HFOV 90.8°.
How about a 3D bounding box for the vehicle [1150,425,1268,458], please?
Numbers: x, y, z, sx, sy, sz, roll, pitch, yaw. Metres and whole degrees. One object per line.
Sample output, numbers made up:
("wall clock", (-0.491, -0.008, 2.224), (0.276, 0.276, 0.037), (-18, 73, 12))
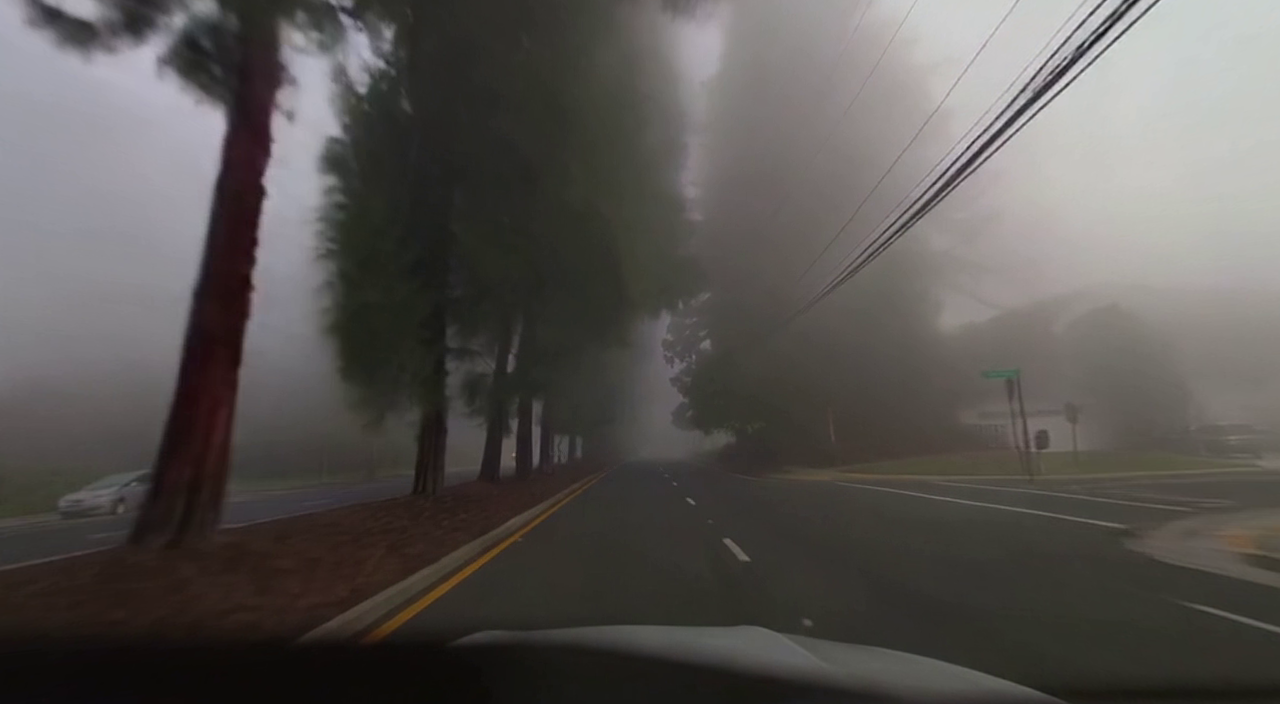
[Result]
("vehicle", (30.305, 4.780, 33.747), (4.300, 1.684, 1.904), (-1, -8, 3))

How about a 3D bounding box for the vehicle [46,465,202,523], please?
("vehicle", (-18.958, 5.194, 23.555), (1.955, 1.584, 4.664), (-6, -9, 0))
